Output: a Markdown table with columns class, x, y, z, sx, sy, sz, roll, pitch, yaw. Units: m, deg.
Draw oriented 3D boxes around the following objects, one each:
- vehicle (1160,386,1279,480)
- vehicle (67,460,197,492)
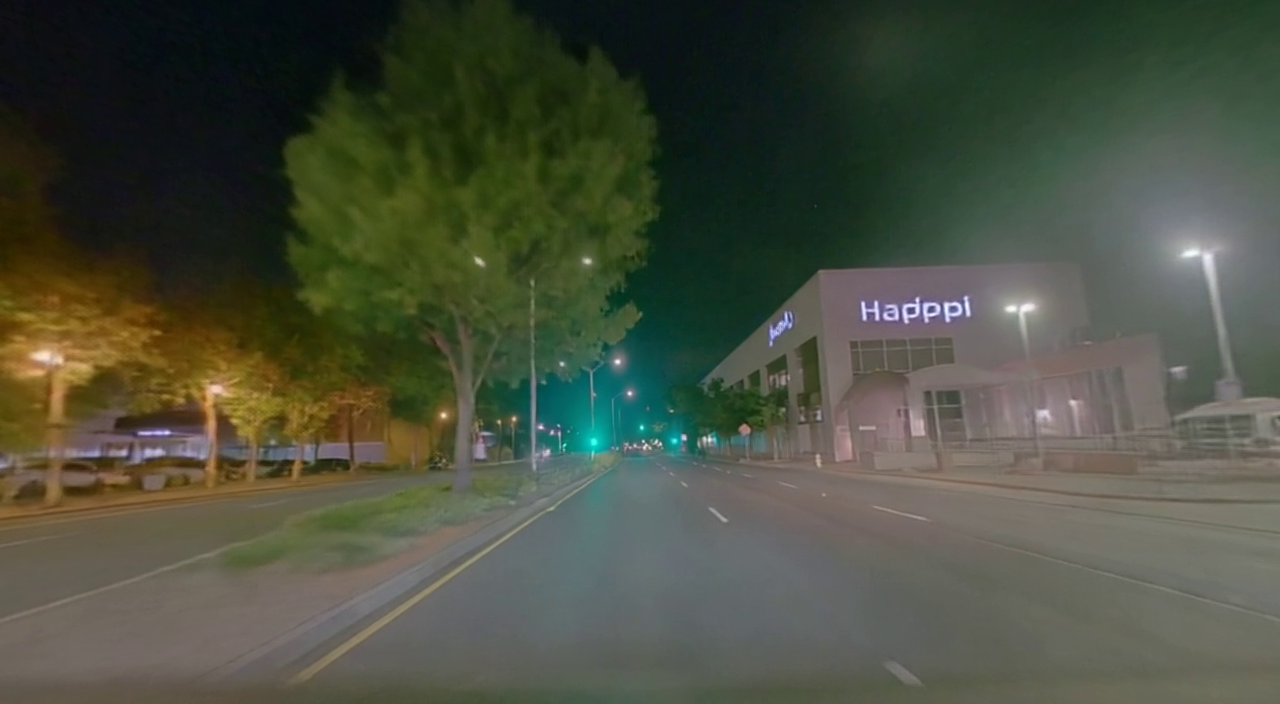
| class | x | y | z | sx | sy | sz | roll | pitch | yaw |
| --- | --- | --- | --- | --- | --- | --- | --- | --- | --- |
| vehicle | 25.640 | 3.358 | 25.814 | 2.718 | 3.538 | 7.077 | 0 | -9 | 2 |
| vehicle | -26.371 | 6.419 | 33.039 | 4.810 | 1.465 | 2.056 | 3 | -9 | -22 |
